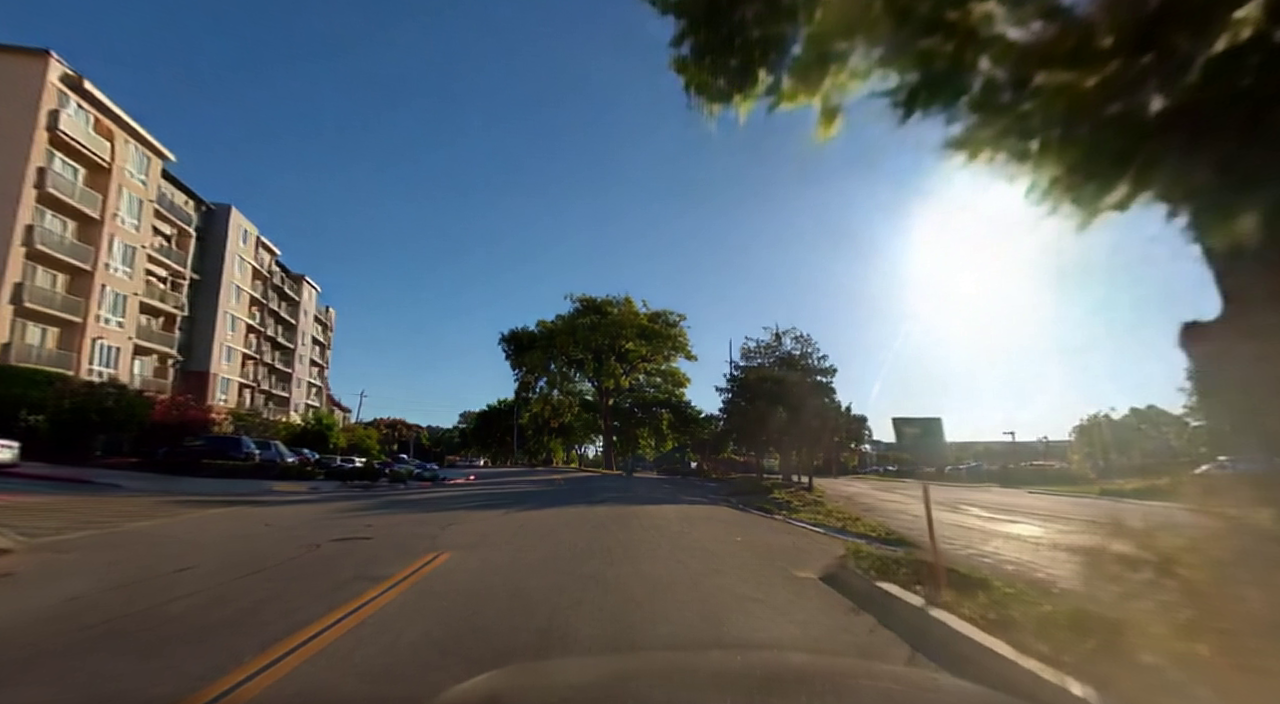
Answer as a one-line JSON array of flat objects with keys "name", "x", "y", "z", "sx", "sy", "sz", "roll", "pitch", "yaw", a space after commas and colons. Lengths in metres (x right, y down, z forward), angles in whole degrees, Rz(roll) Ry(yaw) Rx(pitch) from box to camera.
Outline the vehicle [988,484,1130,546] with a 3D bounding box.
[{"name": "vehicle", "x": 16.843, "y": 6.524, "z": 25.803, "sx": 2.144, "sy": 1.939, "sz": 4.973, "roll": 0, "pitch": -9, "yaw": -3}]
